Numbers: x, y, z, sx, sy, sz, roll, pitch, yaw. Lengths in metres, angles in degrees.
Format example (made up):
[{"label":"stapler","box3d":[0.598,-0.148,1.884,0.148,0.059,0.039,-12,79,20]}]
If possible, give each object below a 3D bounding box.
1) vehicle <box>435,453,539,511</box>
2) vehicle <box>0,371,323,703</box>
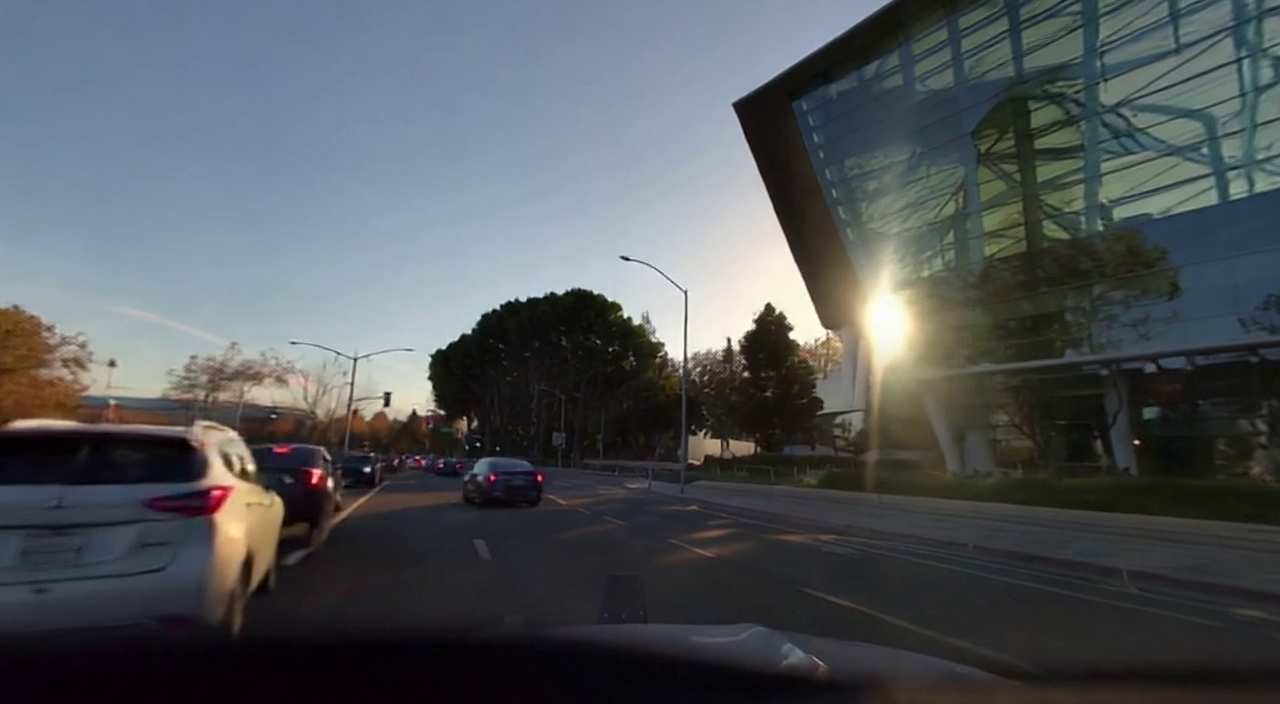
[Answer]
[{"label":"vehicle","box3d":[-4.956,3.987,19.748,2.205,1.537,4.895,6,-11,-24]},{"label":"vehicle","box3d":[-4.135,1.366,5.515,2.275,1.819,4.883,4,-10,-26]}]
